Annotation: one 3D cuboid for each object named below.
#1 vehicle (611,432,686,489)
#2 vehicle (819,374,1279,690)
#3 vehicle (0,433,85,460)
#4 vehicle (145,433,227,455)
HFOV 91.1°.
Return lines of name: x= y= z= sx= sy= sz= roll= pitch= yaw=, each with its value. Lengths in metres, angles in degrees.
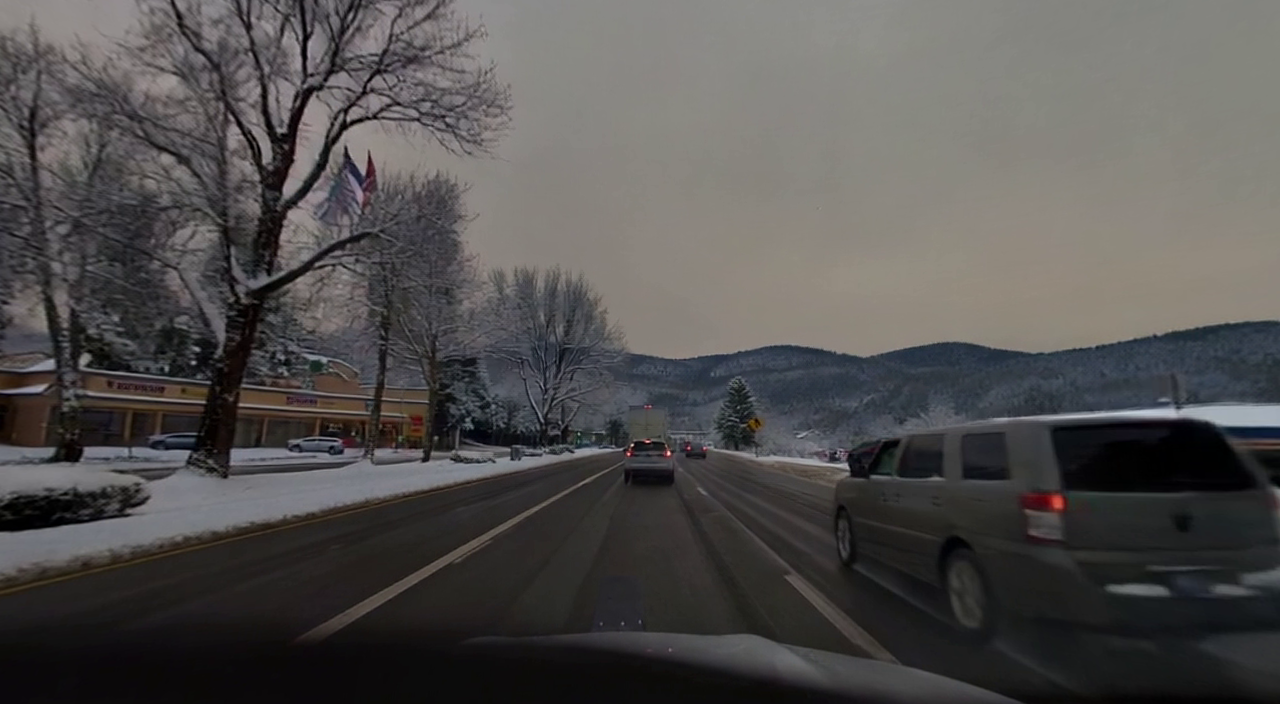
vehicle: x=0.246 y=3.445 z=20.301 sx=2.193 sy=1.651 sz=3.946 roll=0 pitch=-8 yaw=0
vehicle: x=3.315 y=1.287 z=5.701 sx=2.010 sy=1.692 sz=4.516 roll=0 pitch=-8 yaw=0
vehicle: x=-35.574 y=5.565 z=37.006 sx=3.714 sy=1.510 sz=1.917 roll=4 pitch=-9 yaw=-25
vehicle: x=-35.417 y=7.193 z=49.150 sx=4.786 sy=1.697 sz=1.895 roll=4 pitch=-9 yaw=-25
